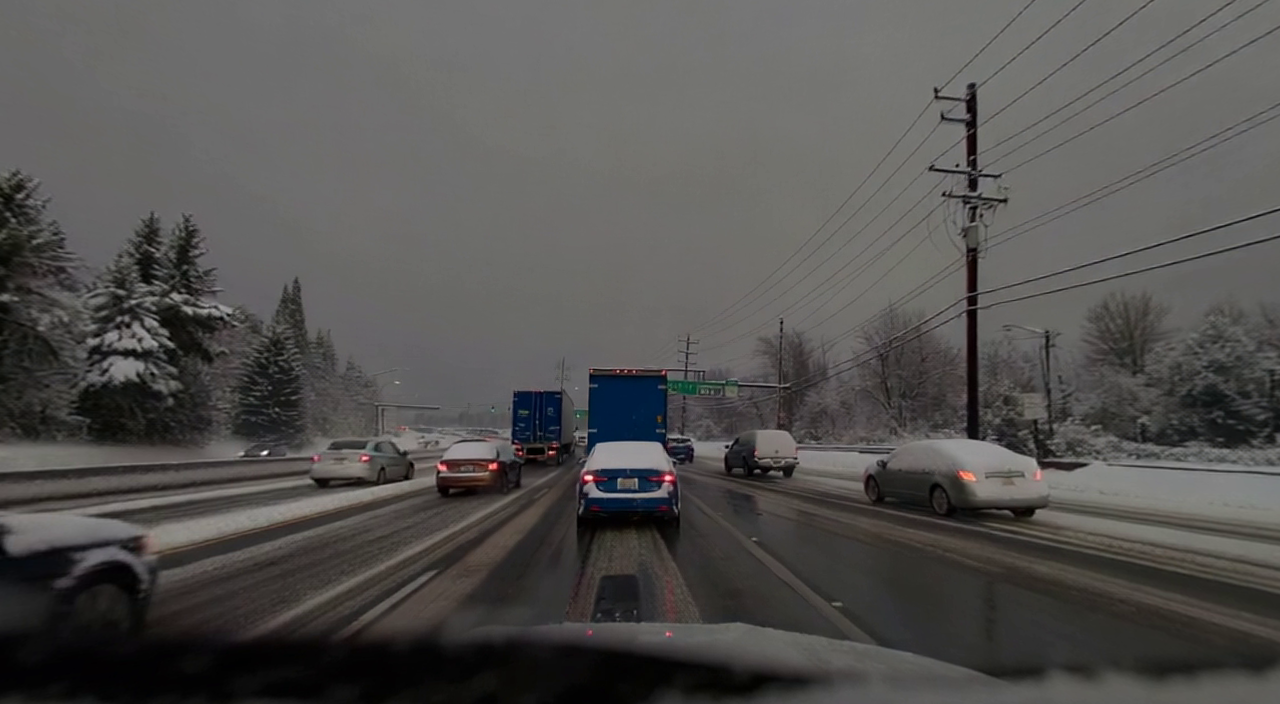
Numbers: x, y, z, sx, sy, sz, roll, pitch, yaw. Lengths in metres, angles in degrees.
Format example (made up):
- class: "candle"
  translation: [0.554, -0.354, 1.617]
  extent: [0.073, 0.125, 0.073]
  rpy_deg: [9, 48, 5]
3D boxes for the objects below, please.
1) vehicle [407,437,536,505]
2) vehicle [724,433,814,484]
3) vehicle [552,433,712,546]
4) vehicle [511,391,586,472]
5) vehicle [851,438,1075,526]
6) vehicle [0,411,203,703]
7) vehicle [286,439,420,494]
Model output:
- class: "vehicle"
  translation: [-4.119, 3.006, 16.451]
  extent: [2.090, 1.463, 4.968]
  rpy_deg: [0, -9, -1]
- class: "vehicle"
  translation: [4.588, 3.851, 23.124]
  extent: [2.023, 1.676, 4.002]
  rpy_deg: [1, -9, -6]
- class: "vehicle"
  translation: [-0.212, 2.129, 10.422]
  extent: [2.112, 1.463, 4.012]
  rpy_deg: [0, -9, -3]
- class: "vehicle"
  translation: [-5.648, 5.617, 42.709]
  extent: [3.150, 4.298, 17.928]
  rpy_deg: [0, -9, -2]
- class: "vehicle"
  translation: [6.015, 2.443, 12.469]
  extent: [1.878, 1.406, 4.164]
  rpy_deg: [1, -9, -6]
- class: "vehicle"
  translation: [-3.819, 0.786, 1.435]
  extent: [1.960, 1.450, 5.246]
  rpy_deg: [0, -9, -1]
- class: "vehicle"
  translation: [-8.525, 3.437, 19.334]
  extent: [2.008, 1.454, 4.693]
  rpy_deg: [0, -9, -2]
